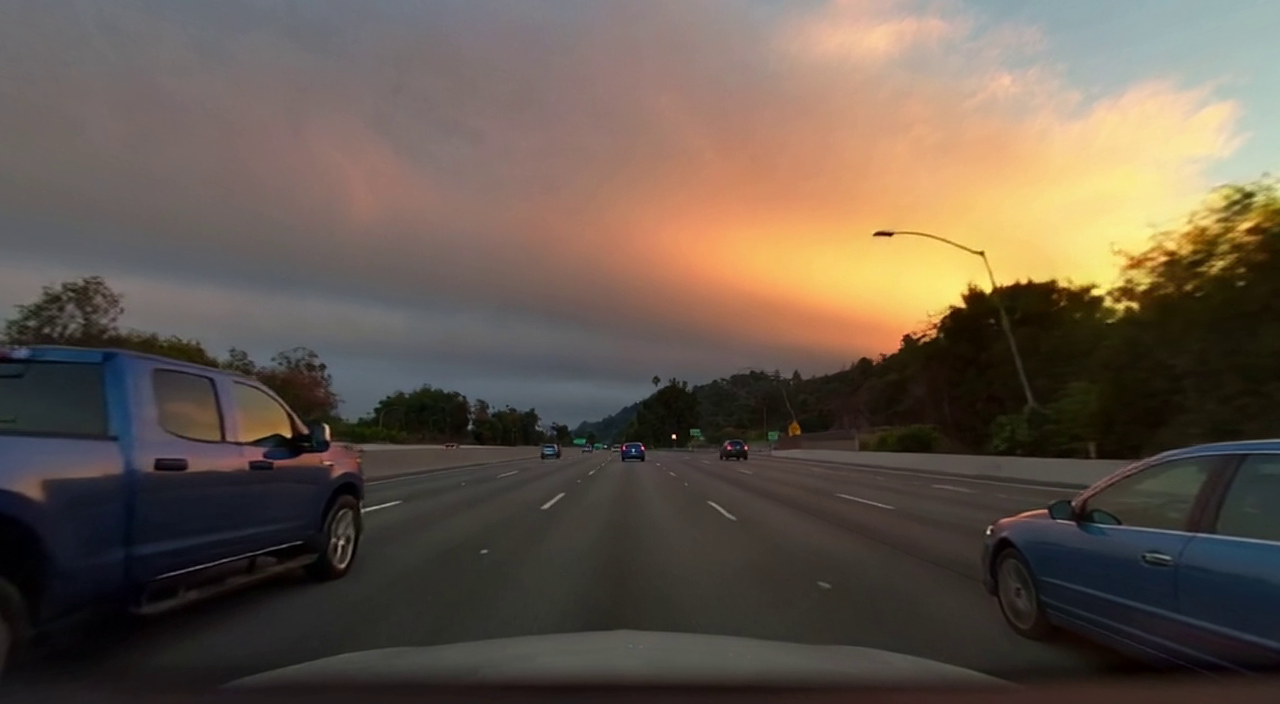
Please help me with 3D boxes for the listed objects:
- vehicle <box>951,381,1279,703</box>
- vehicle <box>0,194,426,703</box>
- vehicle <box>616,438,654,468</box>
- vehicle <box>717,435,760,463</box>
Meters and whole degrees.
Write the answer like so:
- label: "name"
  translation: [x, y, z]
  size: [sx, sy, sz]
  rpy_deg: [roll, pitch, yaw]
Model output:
- label: "vehicle"
  translation: [3.126, 0.808, 1.765]
  size: [2.072, 1.501, 4.694]
  rpy_deg: [0, -8, -1]
- label: "vehicle"
  translation: [-3.662, 0.758, 3.892]
  size: [2.592, 2.179, 6.034]
  rpy_deg: [0, -8, 0]
- label: "vehicle"
  translation: [-0.330, 5.951, 37.355]
  size: [2.157, 1.642, 4.189]
  rpy_deg: [0, -8, -1]
- label: "vehicle"
  translation: [6.848, 6.843, 44.647]
  size: [2.103, 1.898, 5.310]
  rpy_deg: [0, -9, -1]
